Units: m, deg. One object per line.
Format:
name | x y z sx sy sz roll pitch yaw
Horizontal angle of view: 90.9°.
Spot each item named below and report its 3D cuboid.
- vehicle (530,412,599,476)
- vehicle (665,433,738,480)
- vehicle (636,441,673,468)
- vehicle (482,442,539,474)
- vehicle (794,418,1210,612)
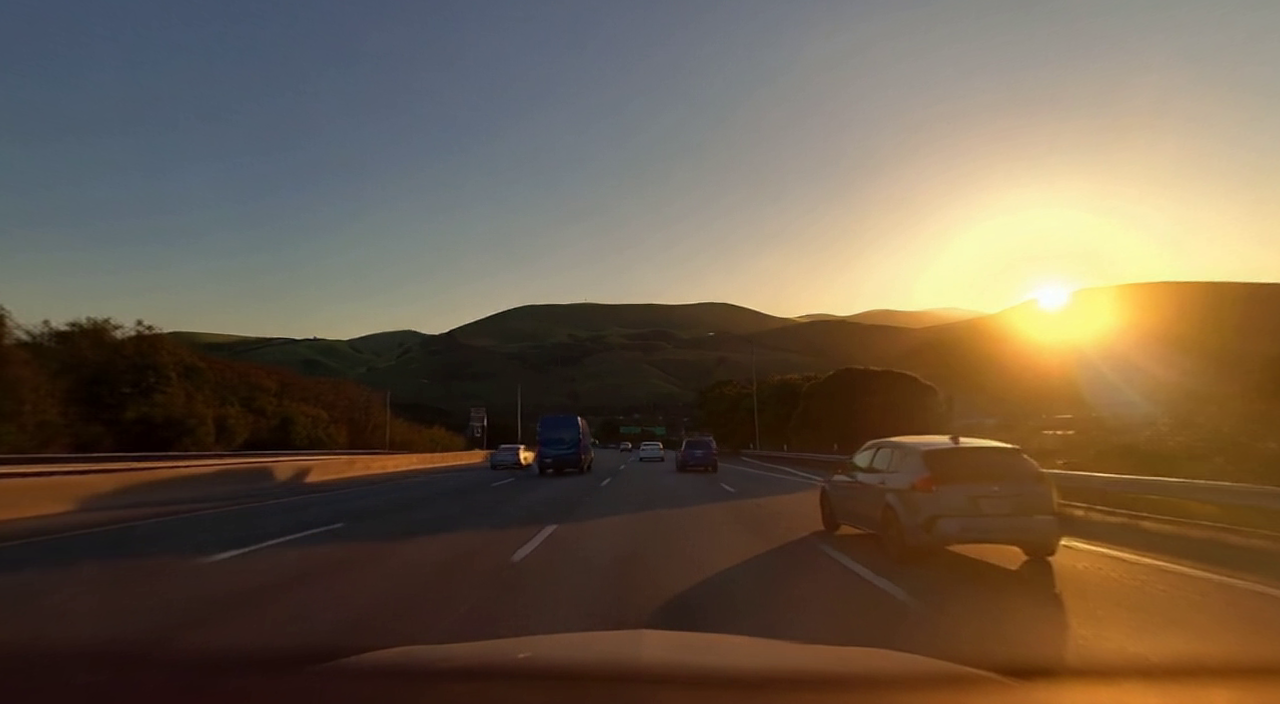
vehicle | -3.342 4.266 29.245 2.396 2.664 5.735 -1 -8 1
vehicle | 2.330 4.126 25.114 2.270 1.660 4.101 0 -8 -3
vehicle | 0.795 5.966 36.908 2.054 1.504 3.890 0 -8 0
vehicle | -6.631 5.451 32.725 1.964 1.487 4.417 0 -8 1
vehicle | 3.395 1.606 7.199 2.050 1.491 4.362 0 -8 -2
